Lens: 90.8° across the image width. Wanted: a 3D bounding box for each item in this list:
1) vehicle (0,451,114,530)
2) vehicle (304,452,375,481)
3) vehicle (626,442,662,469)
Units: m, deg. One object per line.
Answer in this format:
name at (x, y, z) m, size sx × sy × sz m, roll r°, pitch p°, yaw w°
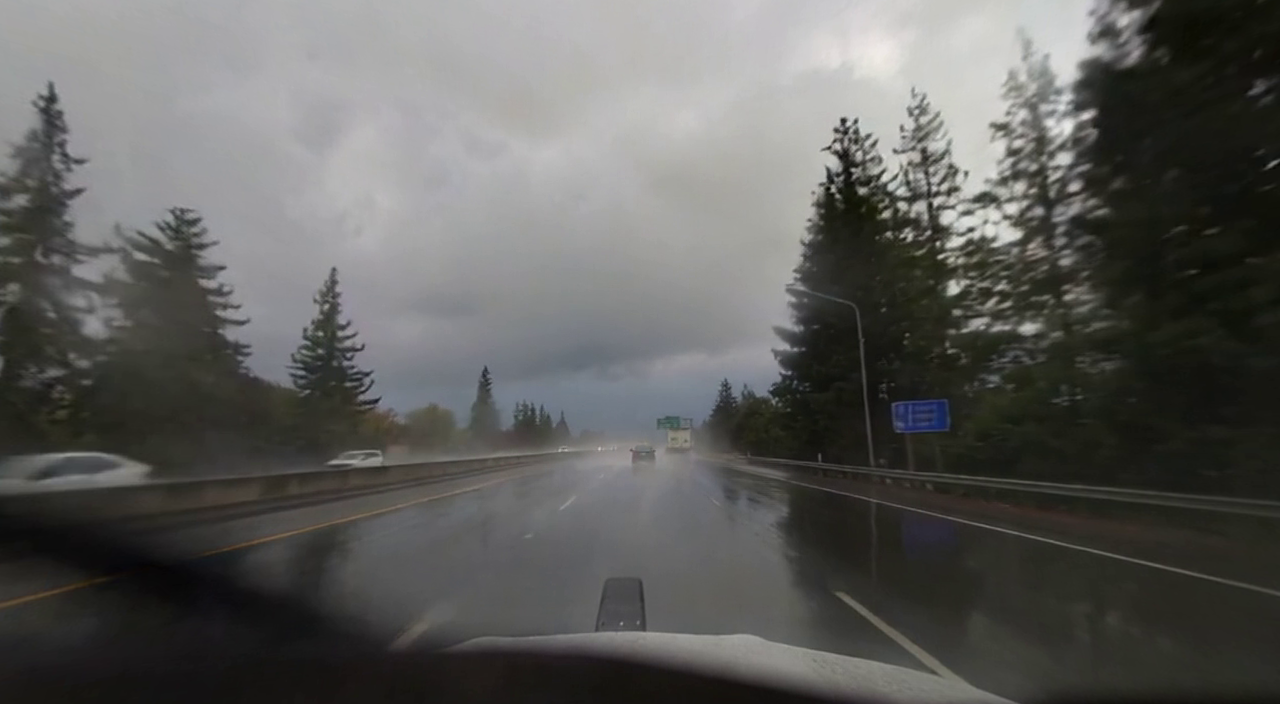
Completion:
vehicle at (-13.251, 2.709, 12.370) m, size 1.967 × 1.496 × 4.528 m, roll 0°, pitch -9°, yaw 0°
vehicle at (-16.915, 6.450, 35.773) m, size 1.892 × 1.499 × 4.292 m, roll 0°, pitch -9°, yaw 0°
vehicle at (0.218, 6.700, 41.031) m, size 2.173 × 1.598 × 4.293 m, roll 0°, pitch -9°, yaw -1°
